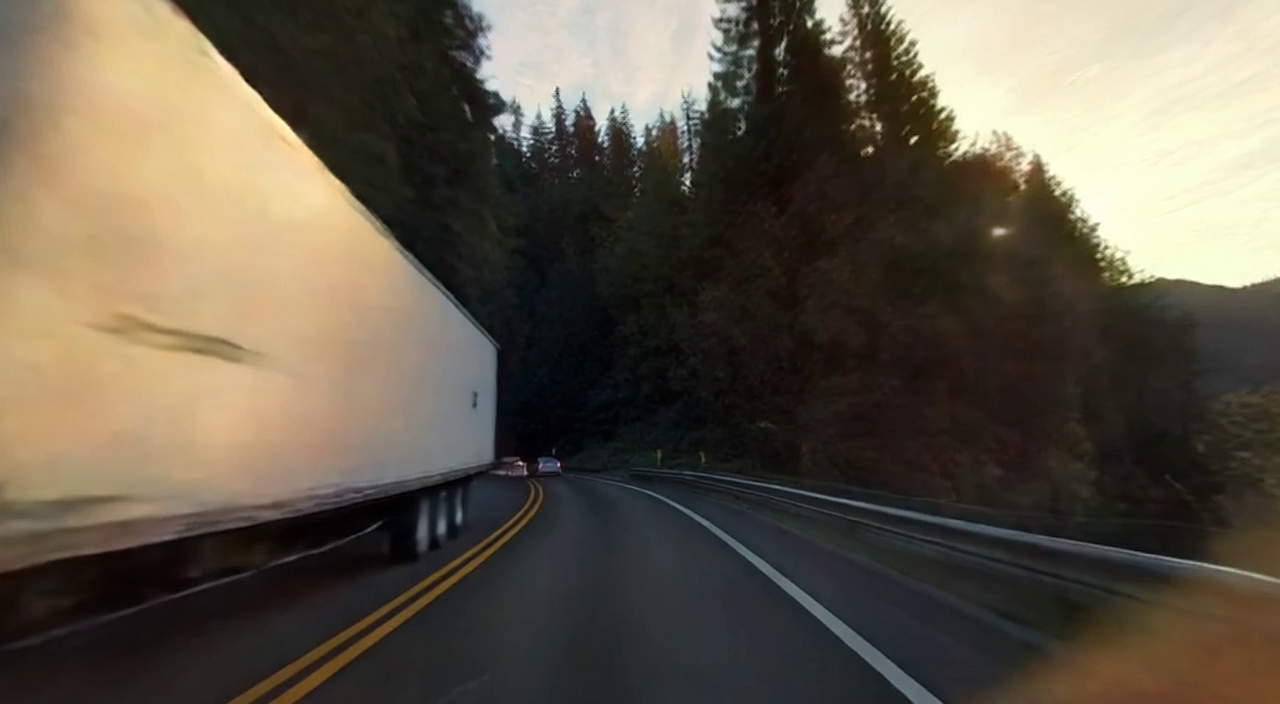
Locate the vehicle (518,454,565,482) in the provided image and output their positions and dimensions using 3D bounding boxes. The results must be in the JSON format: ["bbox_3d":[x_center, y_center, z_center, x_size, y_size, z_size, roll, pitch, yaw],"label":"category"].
[{"bbox_3d":[-5.898,6.837,37.487,2.120,1.491,4.349,3,-9,-17],"label":"vehicle"}]

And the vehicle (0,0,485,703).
[{"bbox_3d":[-4.322,0.445,6.381,2.999,4.301,11.457,0,-8,-2],"label":"vehicle"}]
